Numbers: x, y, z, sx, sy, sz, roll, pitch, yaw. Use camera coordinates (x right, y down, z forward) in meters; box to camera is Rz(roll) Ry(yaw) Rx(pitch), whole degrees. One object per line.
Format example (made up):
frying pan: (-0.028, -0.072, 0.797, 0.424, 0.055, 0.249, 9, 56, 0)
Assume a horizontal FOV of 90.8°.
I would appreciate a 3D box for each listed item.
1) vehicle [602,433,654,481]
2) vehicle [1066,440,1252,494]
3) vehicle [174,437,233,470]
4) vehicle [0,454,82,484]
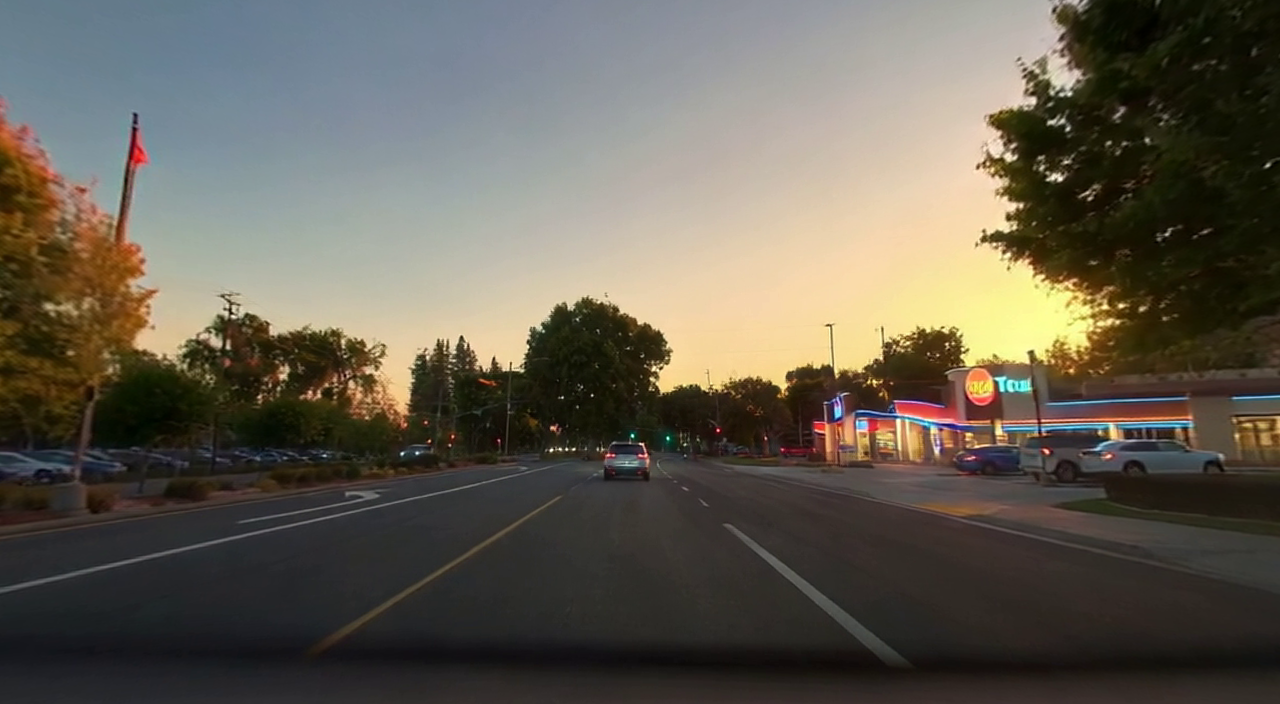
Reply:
vehicle: (-0.519, 4.623, 28.023, 2.096, 1.961, 4.259, 0, -8, -1)
vehicle: (16.462, 3.645, 20.227, 4.290, 1.617, 1.751, 0, -8, 2)
vehicle: (-32.826, 7.625, 47.732, 2.818, 2.313, 5.508, 5, -10, -27)
vehicle: (-33.732, 6.426, 34.871, 4.154, 1.578, 1.771, 0, -8, 1)
